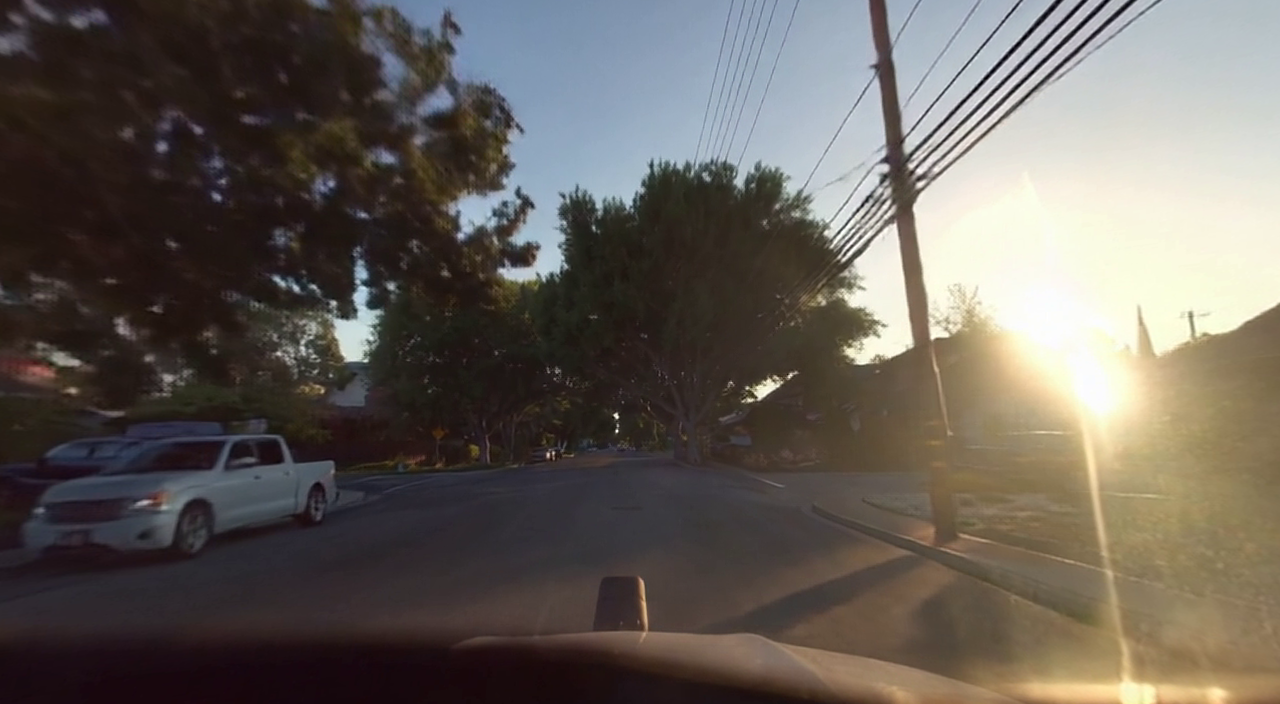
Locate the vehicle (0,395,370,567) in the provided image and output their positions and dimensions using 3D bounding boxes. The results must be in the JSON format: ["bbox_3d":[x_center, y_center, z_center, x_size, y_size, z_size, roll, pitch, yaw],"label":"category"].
[{"bbox_3d":[-7.410,2.183,11.360,2.739,2.164,6.065,-1,-9,-4],"label":"vehicle"}]

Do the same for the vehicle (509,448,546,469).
[{"bbox_3d":[-8.689,8.239,49.114,2.095,1.491,4.422,0,-8,-1],"label":"vehicle"}]
